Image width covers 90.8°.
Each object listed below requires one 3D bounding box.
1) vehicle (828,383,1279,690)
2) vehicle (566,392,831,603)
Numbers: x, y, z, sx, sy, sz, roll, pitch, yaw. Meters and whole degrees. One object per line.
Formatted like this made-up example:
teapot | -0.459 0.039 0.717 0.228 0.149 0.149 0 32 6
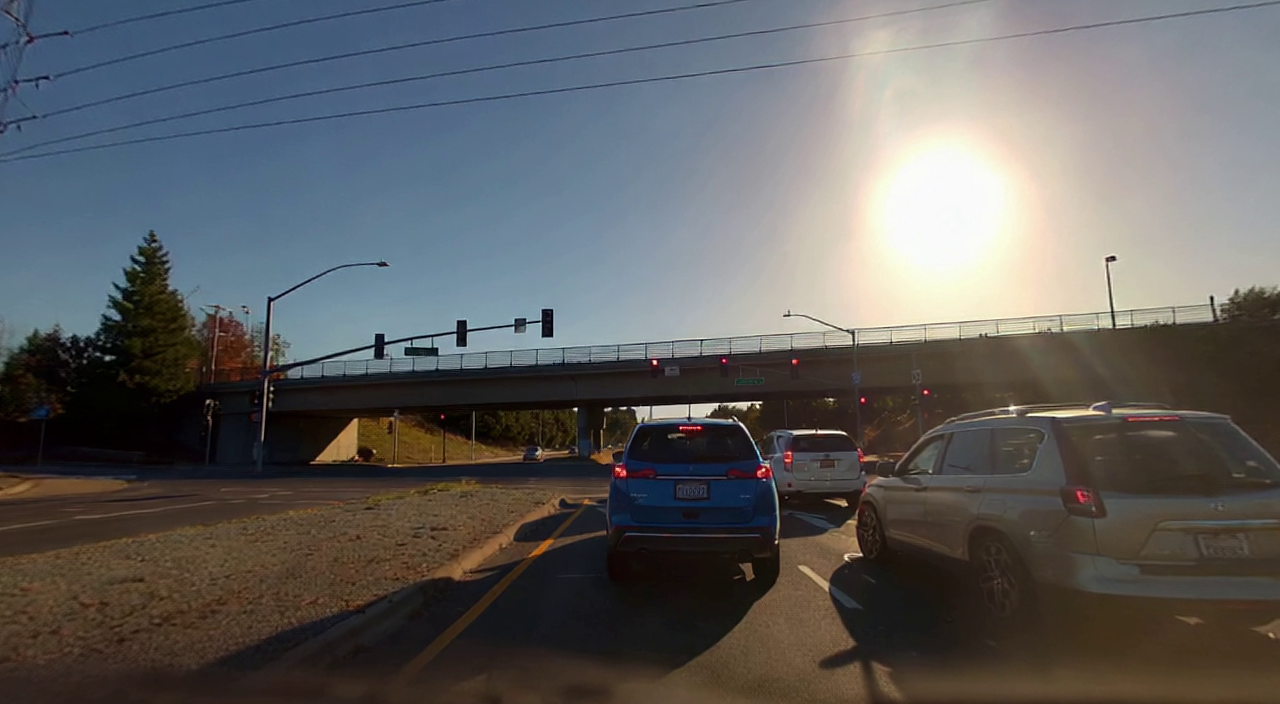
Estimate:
vehicle | 3.413 1.334 5.790 1.990 1.649 4.625 0 -8 0
vehicle | 0.449 1.555 7.612 2.240 1.778 4.335 0 -8 -1
